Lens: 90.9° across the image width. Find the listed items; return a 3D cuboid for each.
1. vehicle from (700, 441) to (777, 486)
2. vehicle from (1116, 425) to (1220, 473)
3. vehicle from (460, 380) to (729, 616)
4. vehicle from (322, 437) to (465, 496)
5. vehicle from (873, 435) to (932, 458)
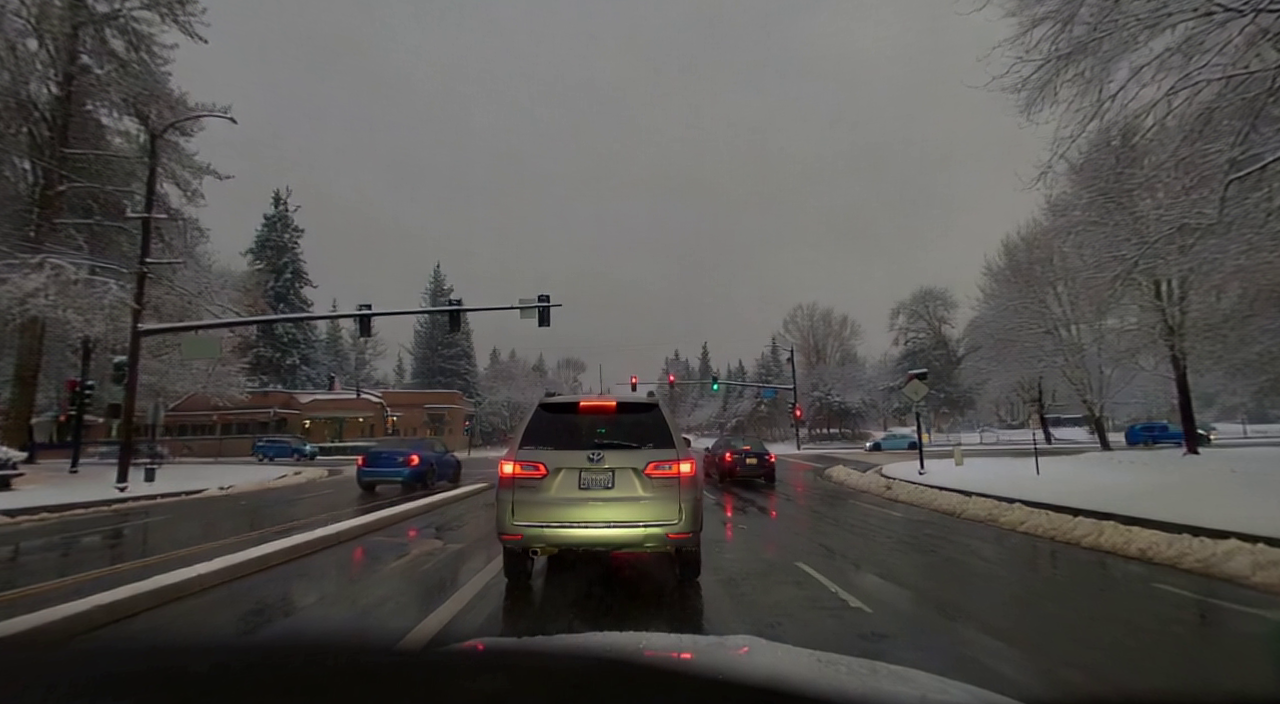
[{"bbox_3d":[3.372,3.897,22.386,2.104,1.441,4.240,0,-8,1],"label":"vehicle"},{"bbox_3d":[19.243,3.520,22.923,4.215,1.578,1.892,7,-11,-37],"label":"vehicle"},{"bbox_3d":[-0.343,1.442,7.100,2.064,1.817,4.298,0,-8,0],"label":"vehicle"},{"bbox_3d":[-6.889,3.248,18.344,2.060,1.473,4.950,0,-8,2],"label":"vehicle"},{"bbox_3d":[19.996,7.205,47.907,4.361,1.653,2.034,6,-10,-35],"label":"vehicle"}]
